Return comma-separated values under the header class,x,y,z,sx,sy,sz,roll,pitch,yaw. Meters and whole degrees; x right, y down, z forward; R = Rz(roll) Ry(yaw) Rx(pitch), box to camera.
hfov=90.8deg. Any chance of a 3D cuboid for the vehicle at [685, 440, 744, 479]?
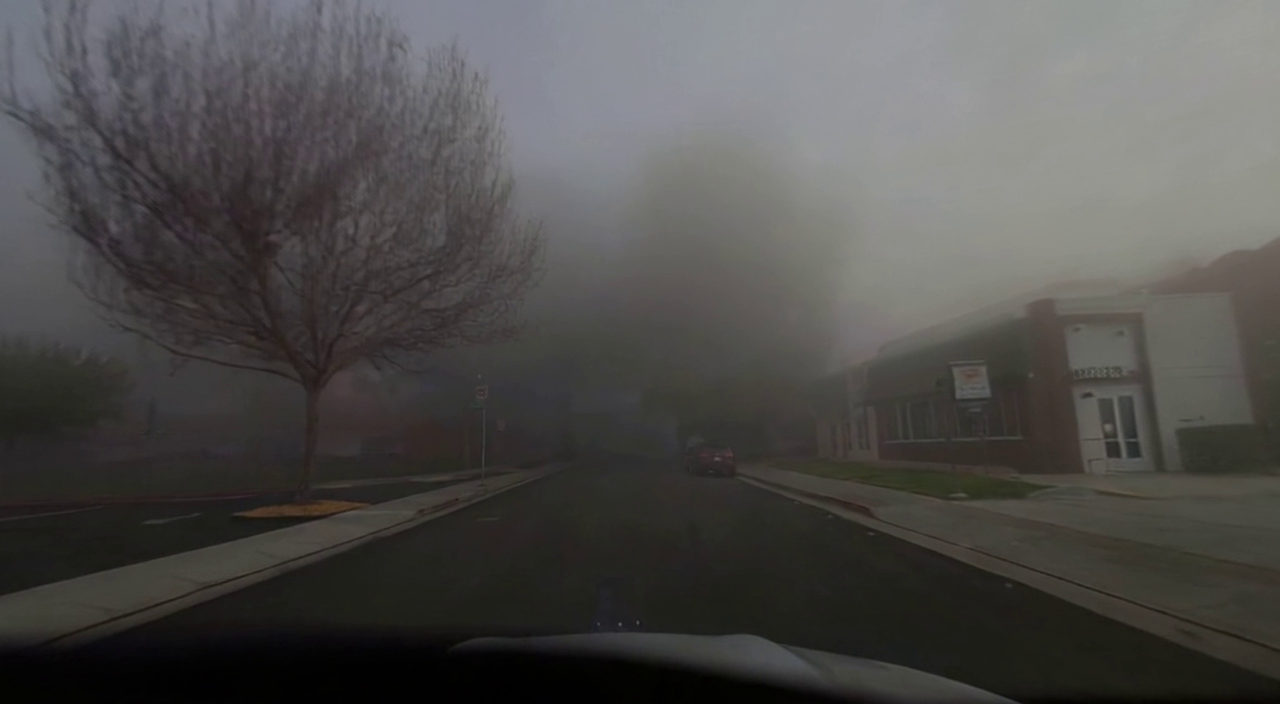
class,x,y,z,sx,sy,sz,roll,pitch,yaw
vehicle,3.127,4.619,27.419,2.064,1.532,4.596,0,-8,1
